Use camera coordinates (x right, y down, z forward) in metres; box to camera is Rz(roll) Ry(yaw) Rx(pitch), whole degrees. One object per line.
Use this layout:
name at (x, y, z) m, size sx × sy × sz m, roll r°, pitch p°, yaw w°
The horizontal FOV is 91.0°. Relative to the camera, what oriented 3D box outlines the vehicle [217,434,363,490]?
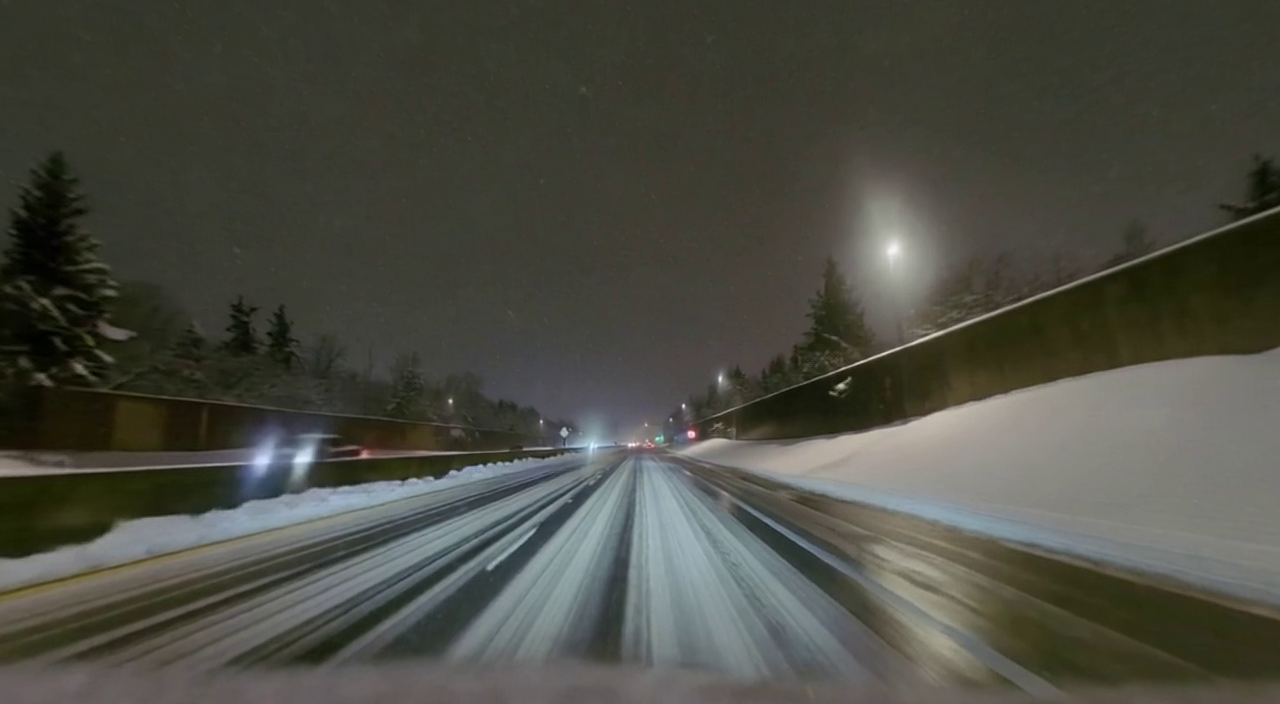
vehicle at (-11.728, 3.698, 21.637) m, size 2.044 × 1.690 × 5.155 m, roll 0°, pitch -8°, yaw 0°
